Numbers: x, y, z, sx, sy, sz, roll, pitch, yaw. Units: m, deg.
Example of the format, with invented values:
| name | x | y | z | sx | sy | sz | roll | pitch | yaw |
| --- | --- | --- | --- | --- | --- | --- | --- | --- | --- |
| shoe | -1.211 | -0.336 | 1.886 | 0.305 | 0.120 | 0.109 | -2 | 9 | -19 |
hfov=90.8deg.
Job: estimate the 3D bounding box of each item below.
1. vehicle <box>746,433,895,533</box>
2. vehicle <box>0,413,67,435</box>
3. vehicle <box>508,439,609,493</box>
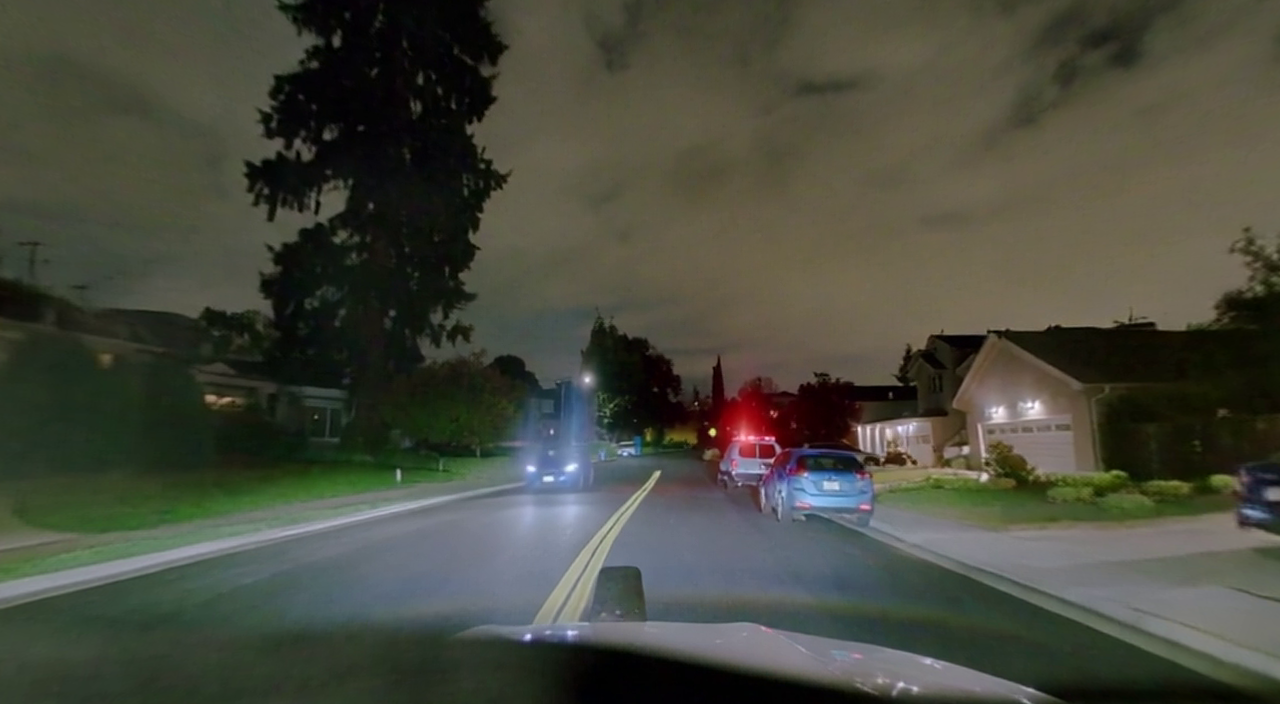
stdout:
| name | x | y | z | sx | sy | sz | roll | pitch | yaw |
| --- | --- | --- | --- | --- | --- | --- | --- | --- | --- |
| vehicle | 3.404 | 2.521 | 12.793 | 1.822 | 1.668 | 4.147 | 0 | -9 | 1 |
| vehicle | -44.900 | 5.221 | 45.756 | 4.673 | 1.515 | 2.182 | 0 | -9 | 3 |
| vehicle | -2.750 | 4.053 | 22.927 | 2.278 | 1.704 | 5.321 | -1 | -9 | 8 |
